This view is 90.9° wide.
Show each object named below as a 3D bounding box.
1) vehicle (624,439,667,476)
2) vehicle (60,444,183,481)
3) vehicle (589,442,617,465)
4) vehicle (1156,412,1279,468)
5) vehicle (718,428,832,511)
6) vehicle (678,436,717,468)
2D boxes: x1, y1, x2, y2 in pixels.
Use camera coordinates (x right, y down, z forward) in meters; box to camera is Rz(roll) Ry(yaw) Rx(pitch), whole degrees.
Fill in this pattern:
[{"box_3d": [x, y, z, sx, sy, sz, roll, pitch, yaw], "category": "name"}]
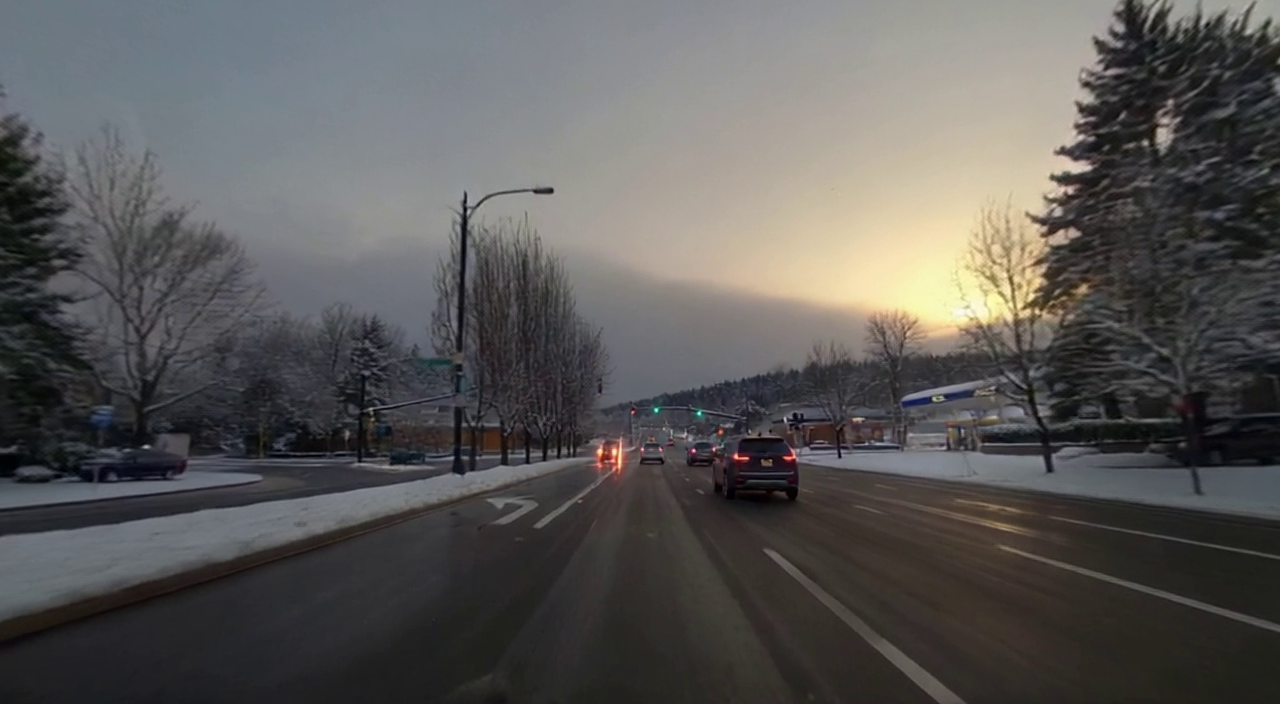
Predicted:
[{"box_3d": [0.241, 5.192, 31.327, 1.991, 1.664, 3.814, 0, -8, 0], "category": "vehicle"}, {"box_3d": [-27.587, 5.852, 33.671, 4.803, 1.784, 2.124, 7, -11, -41], "category": "vehicle"}, {"box_3d": [-2.736, 7.601, 47.416, 1.788, 1.600, 4.298, 0, -8, 1], "category": "vehicle"}, {"box_3d": [21.338, 3.065, 21.855, 4.831, 1.816, 2.295, 0, -8, -2], "category": "vehicle"}, {"box_3d": [3.138, 2.805, 15.515, 1.872, 1.752, 3.896, 0, -8, -1], "category": "vehicle"}, {"box_3d": [3.758, 6.631, 41.975, 2.154, 1.975, 4.634, 0, -8, 0], "category": "vehicle"}]
